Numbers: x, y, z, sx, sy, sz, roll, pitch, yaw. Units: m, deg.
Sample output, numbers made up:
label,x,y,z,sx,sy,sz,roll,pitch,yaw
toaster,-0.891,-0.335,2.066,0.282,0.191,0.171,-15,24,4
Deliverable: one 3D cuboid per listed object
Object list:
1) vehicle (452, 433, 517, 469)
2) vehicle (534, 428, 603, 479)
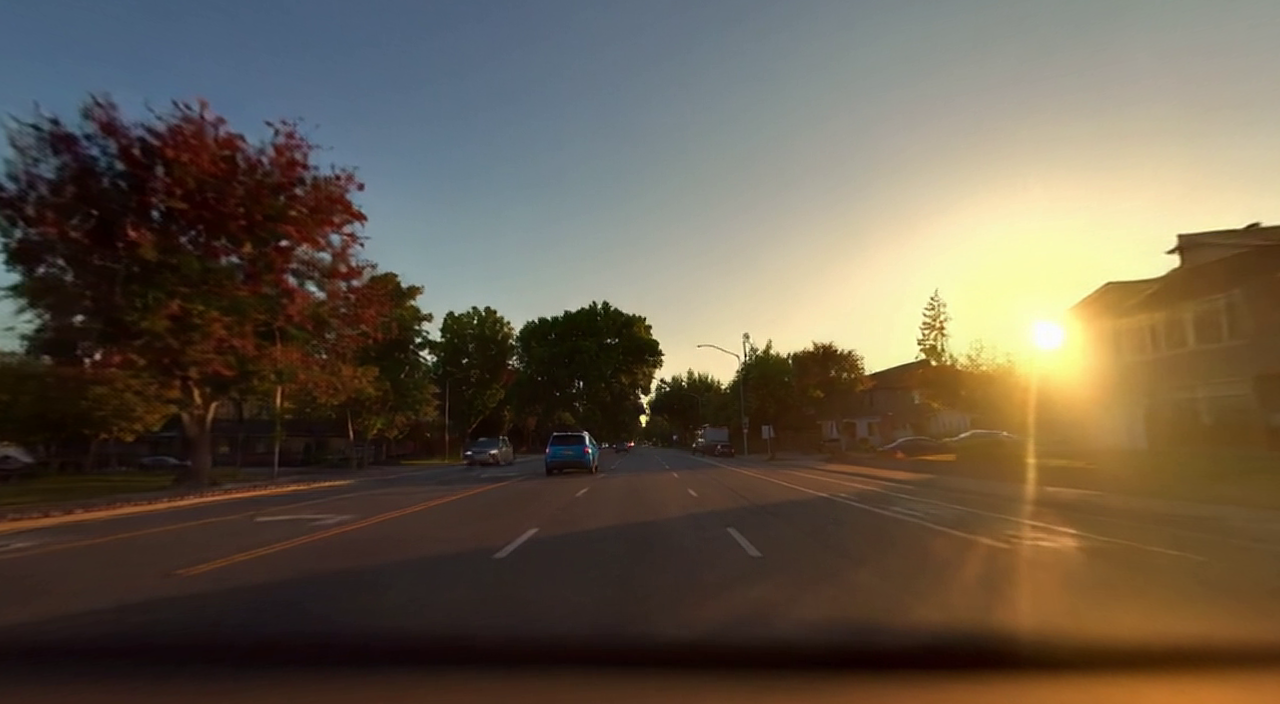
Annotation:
label,x,y,z,sx,sy,sz,roll,pitch,yaw
vehicle,-9.094,5.843,37.426,2.302,1.969,5.769,0,-8,1
vehicle,-2.791,4.107,25.756,2.179,1.851,4.756,0,-8,1
